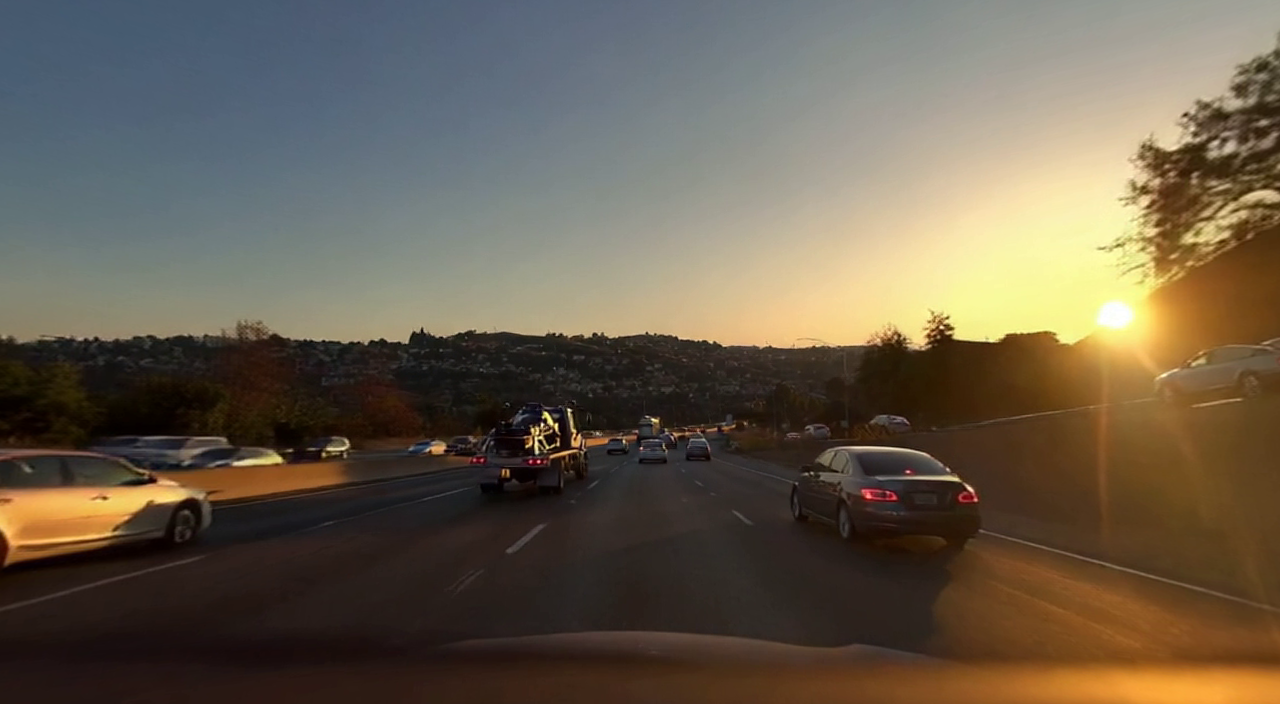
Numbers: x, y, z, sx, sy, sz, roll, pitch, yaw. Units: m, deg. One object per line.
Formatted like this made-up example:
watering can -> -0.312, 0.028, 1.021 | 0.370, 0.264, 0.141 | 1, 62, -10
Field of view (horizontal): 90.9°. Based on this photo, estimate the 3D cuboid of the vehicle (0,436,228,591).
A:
vehicle -> -6.763, 1.539, 6.239 | 1.964, 1.395, 4.948 | 0, -8, 1

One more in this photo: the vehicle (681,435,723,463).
vehicle -> 3.775, 6.025, 39.306 | 2.075, 1.614, 4.682 | 0, -8, -1

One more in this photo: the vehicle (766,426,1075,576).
vehicle -> 3.262, 1.806, 8.516 | 2.040, 1.481, 4.260 | 0, -8, -3

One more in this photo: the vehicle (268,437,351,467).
vehicle -> -19.310, 5.844, 37.107 | 2.219, 1.653, 4.501 | 0, -8, 3

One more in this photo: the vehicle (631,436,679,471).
vehicle -> 0.683, 4.638, 29.070 | 2.079, 1.499, 3.915 | 0, -8, 1

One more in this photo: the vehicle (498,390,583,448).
vehicle -> -3.089, 2.285, 20.618 | 1.893, 1.674, 4.766 | 0, -8, 1

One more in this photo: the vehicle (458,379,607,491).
vehicle -> -3.108, 2.930, 21.803 | 3.162, 2.955, 10.282 | 0, -8, 1

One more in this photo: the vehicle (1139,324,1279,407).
vehicle -> 15.124, 0.414, 15.479 | 1.979, 1.616, 4.268 | 1, -8, -5
